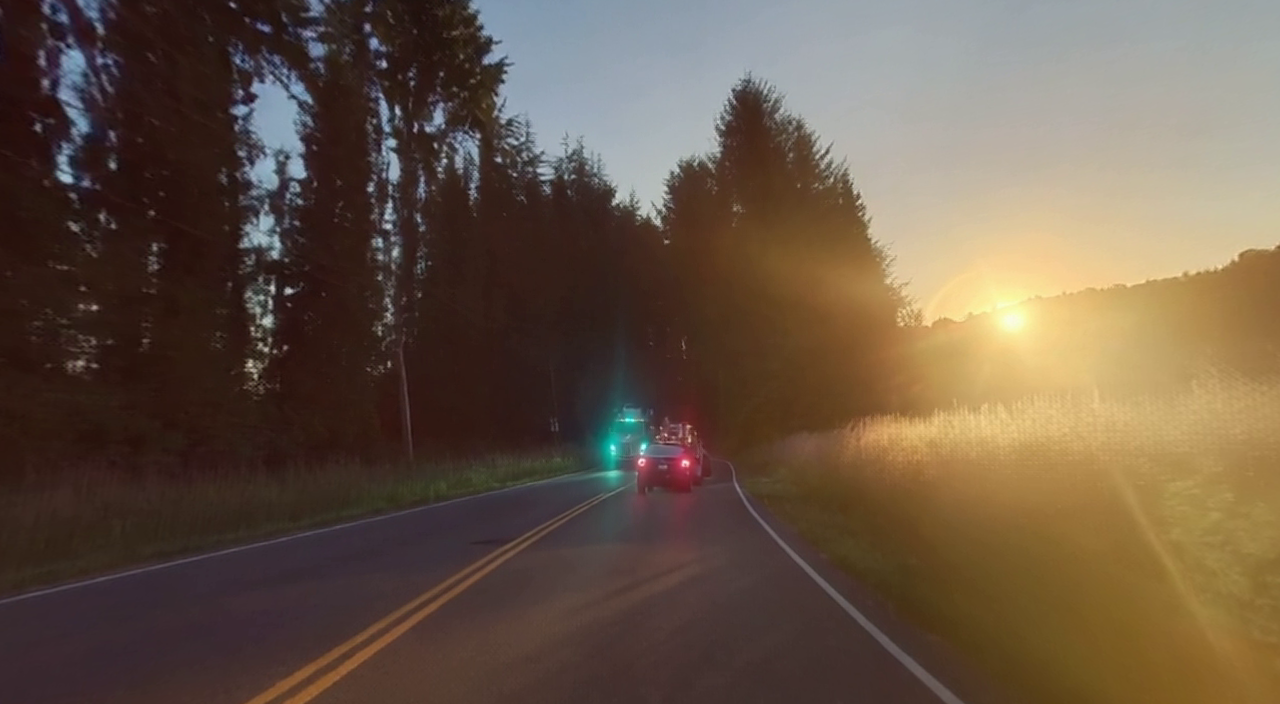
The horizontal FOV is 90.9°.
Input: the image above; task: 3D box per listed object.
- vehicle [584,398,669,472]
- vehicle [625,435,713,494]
[{"bbox_3d":[-0.659,5.598,41.267,4.788,4.368,6.529,0,-11,5],"label":"vehicle"},{"bbox_3d":[0.880,3.158,18.035,2.196,1.465,4.294,-1,-9,4],"label":"vehicle"}]
